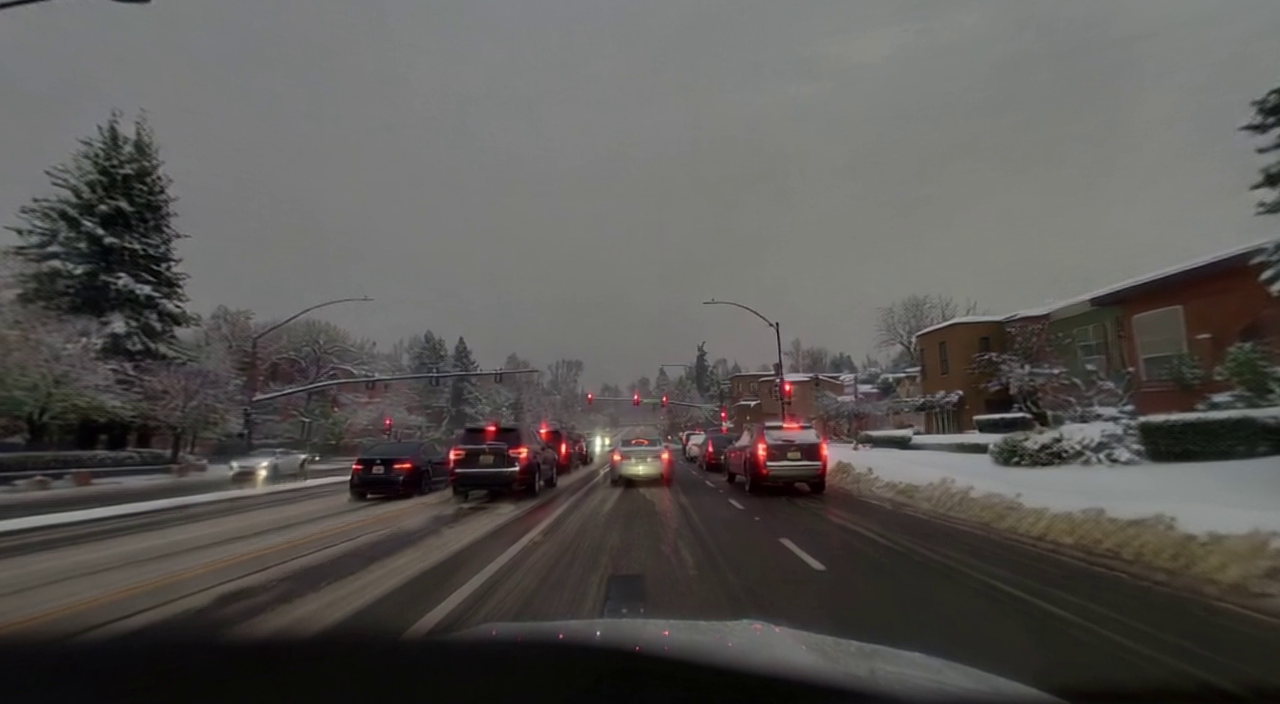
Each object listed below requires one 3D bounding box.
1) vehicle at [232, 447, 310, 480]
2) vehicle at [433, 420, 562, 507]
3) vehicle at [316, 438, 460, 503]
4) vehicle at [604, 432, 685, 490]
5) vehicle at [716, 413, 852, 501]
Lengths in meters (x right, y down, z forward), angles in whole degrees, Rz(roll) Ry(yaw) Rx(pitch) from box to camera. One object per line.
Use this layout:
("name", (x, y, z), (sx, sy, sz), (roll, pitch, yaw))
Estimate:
("vehicle", (-21.951, 6.605, 37.672), (2.219, 1.786, 5.705), (2, -8, -11))
("vehicle", (-3.099, 2.531, 14.651), (1.912, 1.703, 4.261), (0, -8, 1))
("vehicle", (-6.450, 3.056, 16.750), (1.926, 1.465, 4.620), (0, -8, 0))
("vehicle", (0.091, 3.027, 17.757), (2.021, 1.461, 3.862), (0, -8, -1))
("vehicle", (3.310, 2.543, 15.570), (2.141, 1.833, 4.704), (0, -8, -2))
